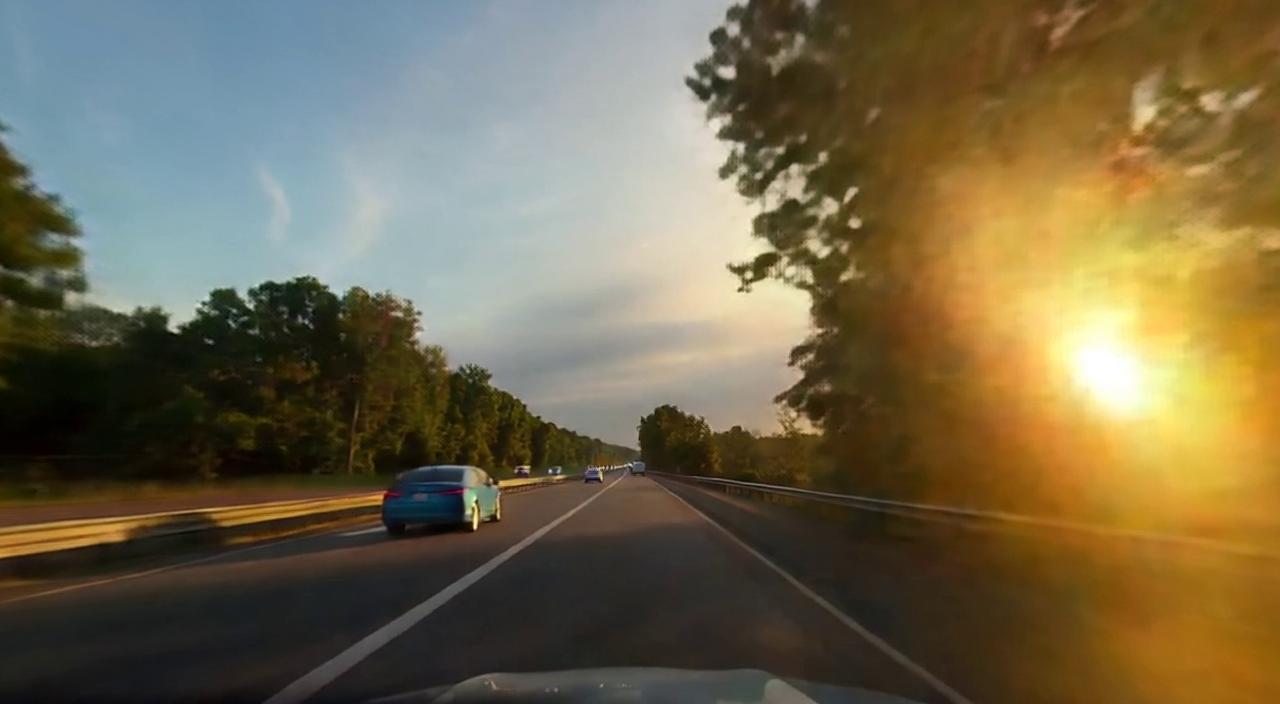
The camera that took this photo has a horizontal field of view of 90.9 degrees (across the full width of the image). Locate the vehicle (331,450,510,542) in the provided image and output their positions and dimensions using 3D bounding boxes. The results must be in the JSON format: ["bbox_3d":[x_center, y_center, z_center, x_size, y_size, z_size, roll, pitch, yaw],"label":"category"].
[{"bbox_3d":[-4.268,2.914,13.215,2.040,1.525,4.603,1,-11,1],"label":"vehicle"}]

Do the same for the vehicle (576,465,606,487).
[{"bbox_3d":[-3.703,9.515,48.439,2.006,1.516,4.820,1,-11,0],"label":"vehicle"}]
